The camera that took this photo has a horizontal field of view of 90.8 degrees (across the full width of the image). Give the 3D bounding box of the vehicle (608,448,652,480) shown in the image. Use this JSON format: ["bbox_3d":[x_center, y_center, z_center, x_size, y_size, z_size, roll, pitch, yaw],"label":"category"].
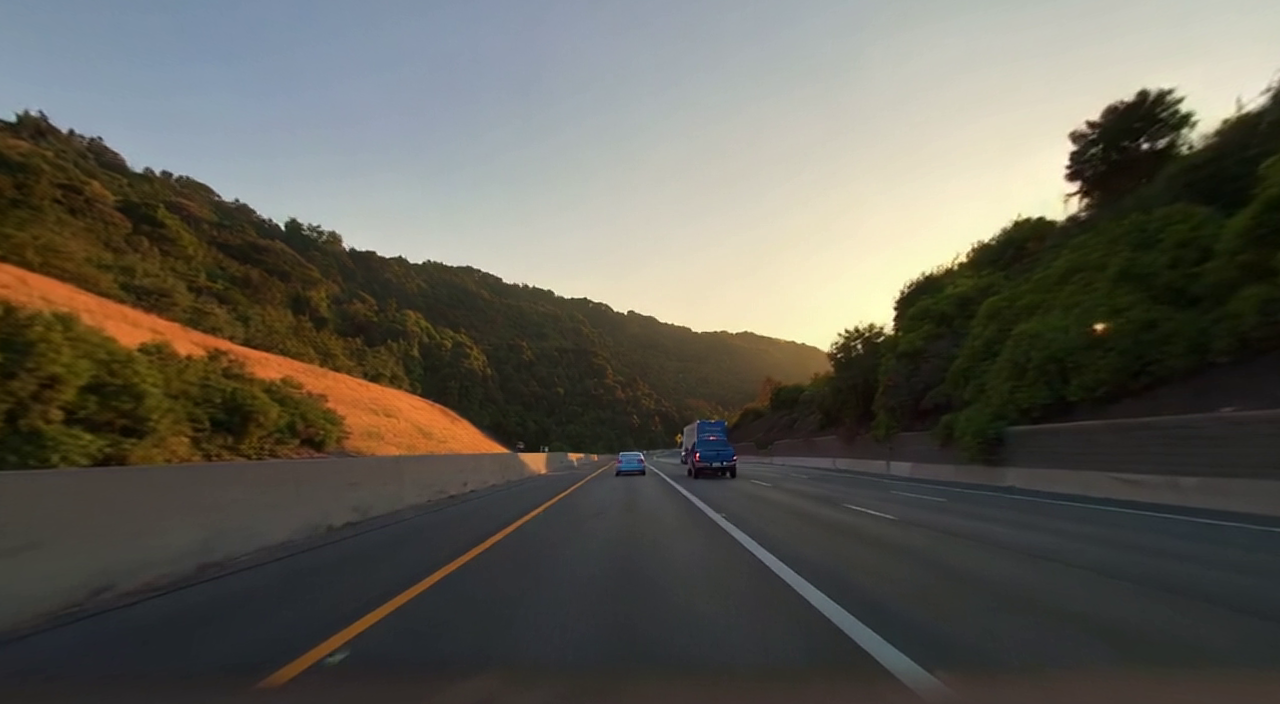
[{"bbox_3d":[-0.499,5.512,31.405,2.083,1.477,3.965,0,-9,-1],"label":"vehicle"}]

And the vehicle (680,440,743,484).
[{"bbox_3d":[3.096,4.887,28.369,2.098,1.794,4.561,0,-9,-2],"label":"vehicle"}]
